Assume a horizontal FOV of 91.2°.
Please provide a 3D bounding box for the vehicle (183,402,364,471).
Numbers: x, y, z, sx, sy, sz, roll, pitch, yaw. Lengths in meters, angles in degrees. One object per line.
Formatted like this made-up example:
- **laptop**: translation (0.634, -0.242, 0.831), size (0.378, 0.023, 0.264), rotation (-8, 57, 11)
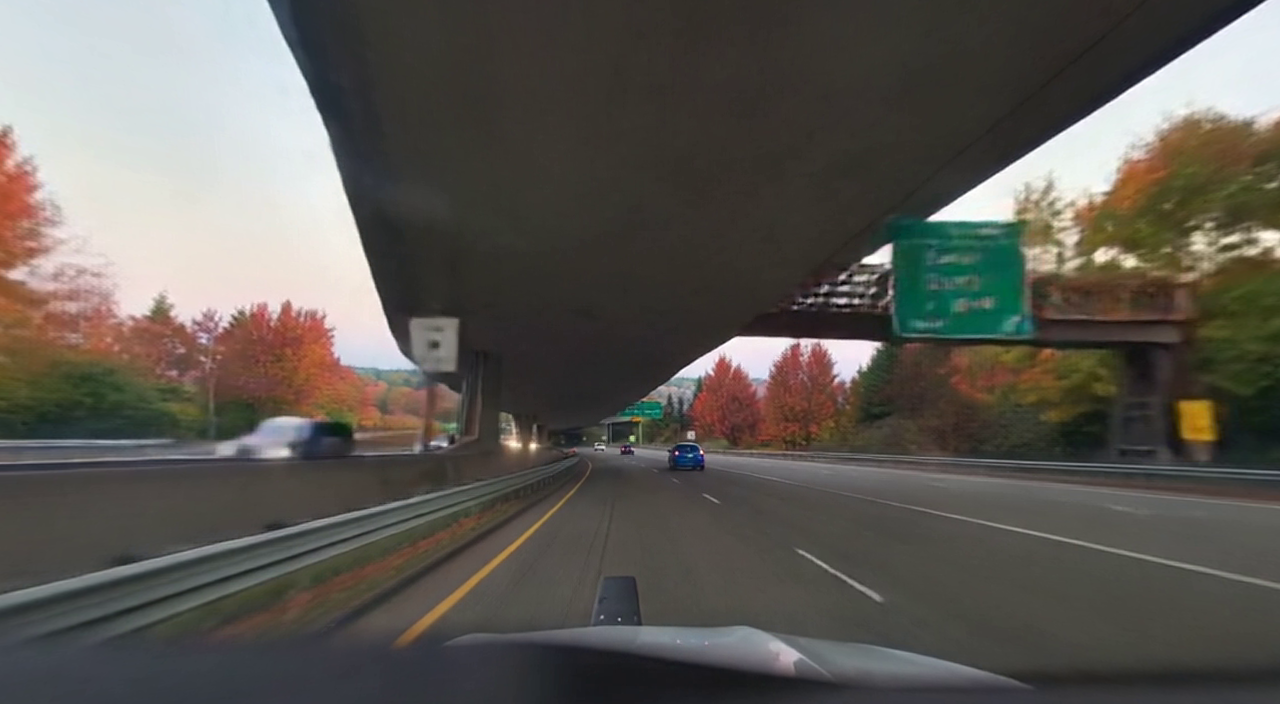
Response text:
- **vehicle**: translation (-9.176, 2.235, 16.265), size (2.075, 1.502, 4.483), rotation (0, -9, -1)

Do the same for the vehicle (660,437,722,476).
- **vehicle**: translation (2.256, 4.815, 28.930), size (2.337, 1.633, 4.222), rotation (0, -9, -2)

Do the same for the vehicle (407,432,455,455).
- **vehicle**: translation (-14.660, 6.455, 44.159), size (1.983, 1.522, 4.458), rotation (0, -9, -2)
